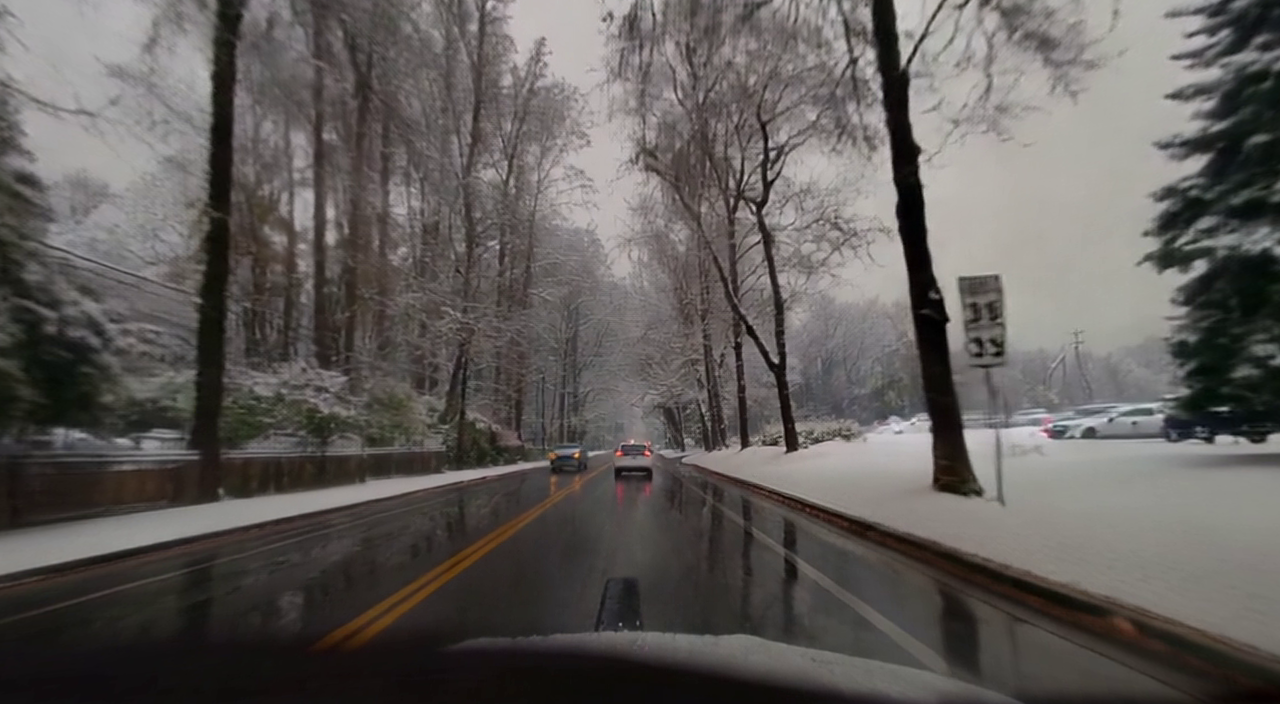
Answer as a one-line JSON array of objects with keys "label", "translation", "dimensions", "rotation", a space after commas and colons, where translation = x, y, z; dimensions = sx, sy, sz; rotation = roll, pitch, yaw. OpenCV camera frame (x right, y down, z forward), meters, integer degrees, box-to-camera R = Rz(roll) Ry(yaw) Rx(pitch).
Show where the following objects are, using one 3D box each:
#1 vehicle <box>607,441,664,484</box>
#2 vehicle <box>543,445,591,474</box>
[{"label": "vehicle", "translation": [-0.209, 4.496, 26.100], "dimensions": [2.152, 1.574, 4.223], "rotation": [0, -8, -1]}, {"label": "vehicle", "translation": [-3.901, 5.835, 34.649], "dimensions": [2.028, 1.464, 4.602], "rotation": [-1, -8, 1]}]
